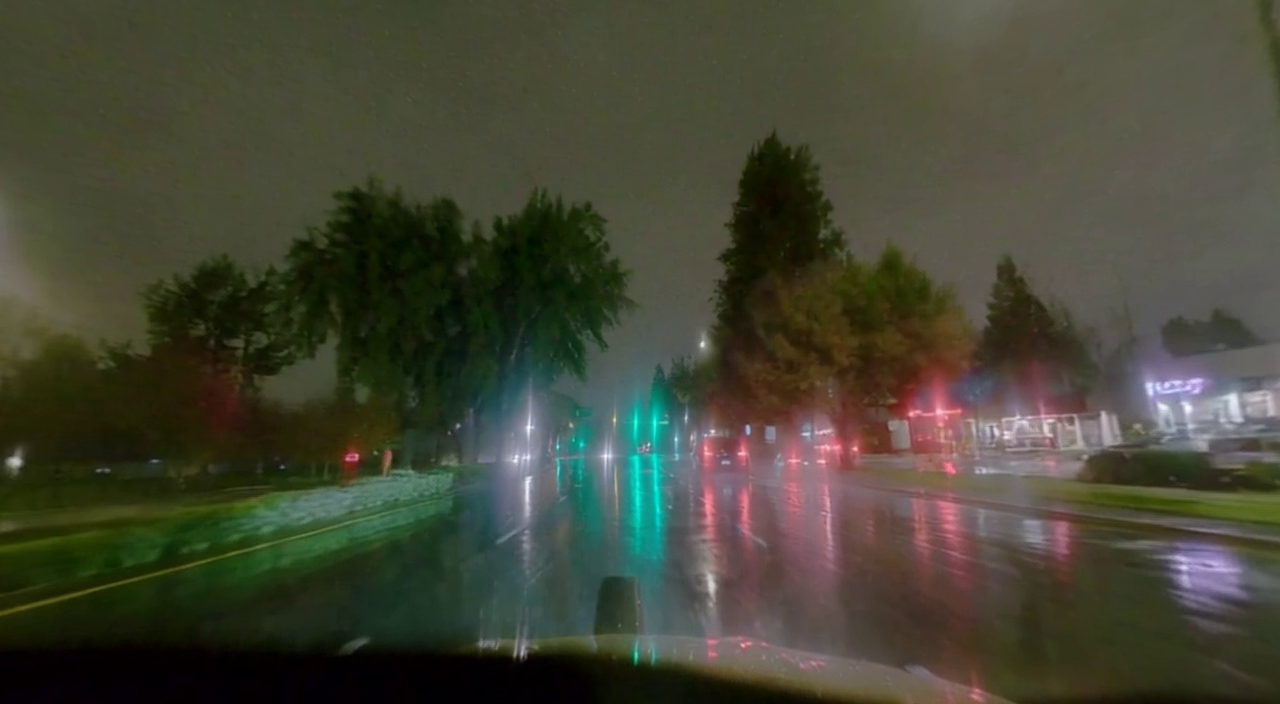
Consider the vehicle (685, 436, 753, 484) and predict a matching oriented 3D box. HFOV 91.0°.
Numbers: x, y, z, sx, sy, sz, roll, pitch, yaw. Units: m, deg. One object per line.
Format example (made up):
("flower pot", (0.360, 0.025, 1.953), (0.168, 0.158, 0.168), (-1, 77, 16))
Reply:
("vehicle", (3.073, 4.312, 25.393), (2.083, 1.743, 4.354), (0, -8, -1))
